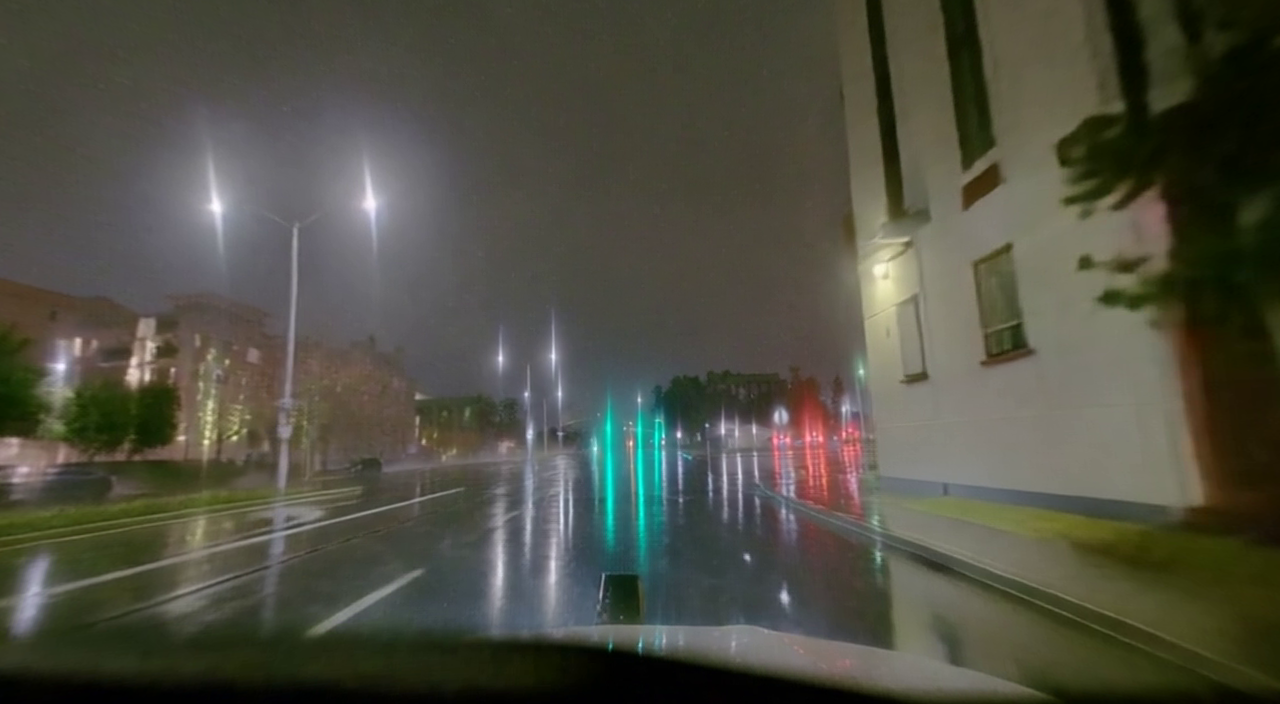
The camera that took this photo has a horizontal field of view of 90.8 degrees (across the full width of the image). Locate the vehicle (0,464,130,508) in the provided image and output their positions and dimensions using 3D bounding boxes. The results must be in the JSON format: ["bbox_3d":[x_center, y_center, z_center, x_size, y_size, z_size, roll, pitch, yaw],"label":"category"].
[{"bbox_3d":[-26.506,6.108,29.169,1.931,1.673,4.623,-1,-8,2],"label":"vehicle"}]

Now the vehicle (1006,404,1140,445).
[{"bbox_3d":[22.256,3.734,32.644,5.135,1.964,2.402,0,-7,0],"label":"vehicle"}]

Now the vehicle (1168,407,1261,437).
[{"bbox_3d":[39.693,4.837,43.694,4.307,1.649,2.142,-4,-9,-4],"label":"vehicle"}]
